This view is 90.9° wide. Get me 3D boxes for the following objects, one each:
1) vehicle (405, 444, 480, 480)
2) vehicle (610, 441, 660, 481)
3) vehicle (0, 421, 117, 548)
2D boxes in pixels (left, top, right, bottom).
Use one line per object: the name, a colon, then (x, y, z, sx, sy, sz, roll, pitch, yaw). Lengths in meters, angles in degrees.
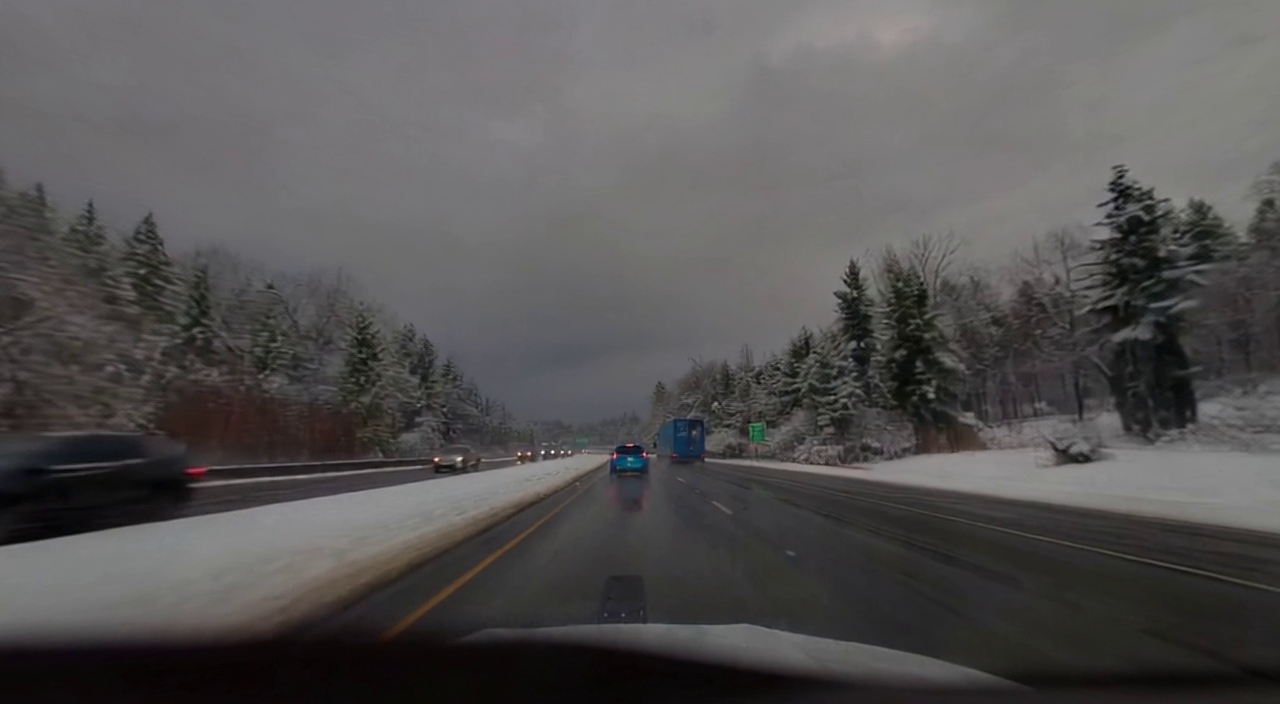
vehicle: (-8.678, 4.876, 28.093, 1.974, 1.465, 4.130, 0, -9, 0)
vehicle: (-0.258, 5.079, 29.474, 2.190, 1.706, 4.062, 0, -9, -1)
vehicle: (-8.715, 1.483, 6.822, 1.961, 1.521, 4.766, 0, -9, 1)
